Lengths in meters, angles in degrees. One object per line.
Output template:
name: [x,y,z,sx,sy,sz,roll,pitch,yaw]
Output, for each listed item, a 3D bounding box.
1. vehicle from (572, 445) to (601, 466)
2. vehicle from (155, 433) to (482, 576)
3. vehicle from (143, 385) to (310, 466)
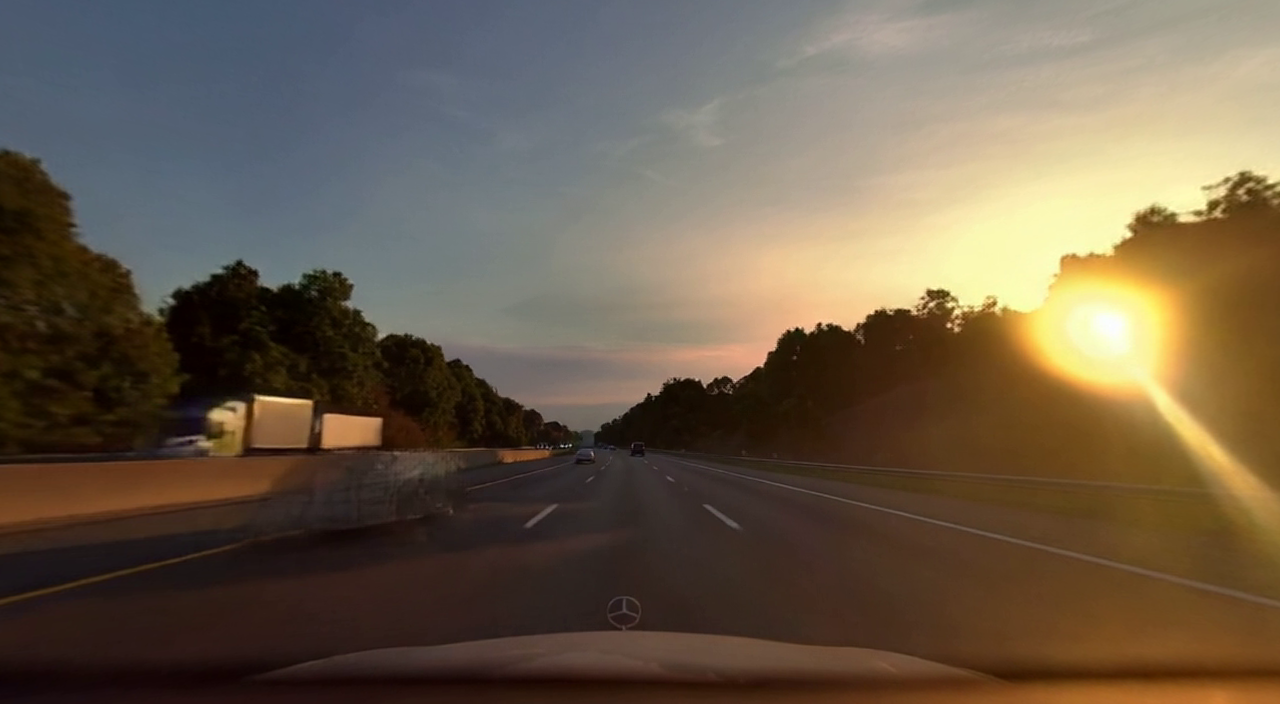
vehicle: [-4.168,8.133,49.575,2.022,1.513,4.613,0,-9,-1]
vehicle: [-3.957,1.959,8.963,2.169,1.473,4.631,0,-9,0]
vehicle: [-21.239,4.011,33.223,3.124,3.721,8.270,0,-9,0]
